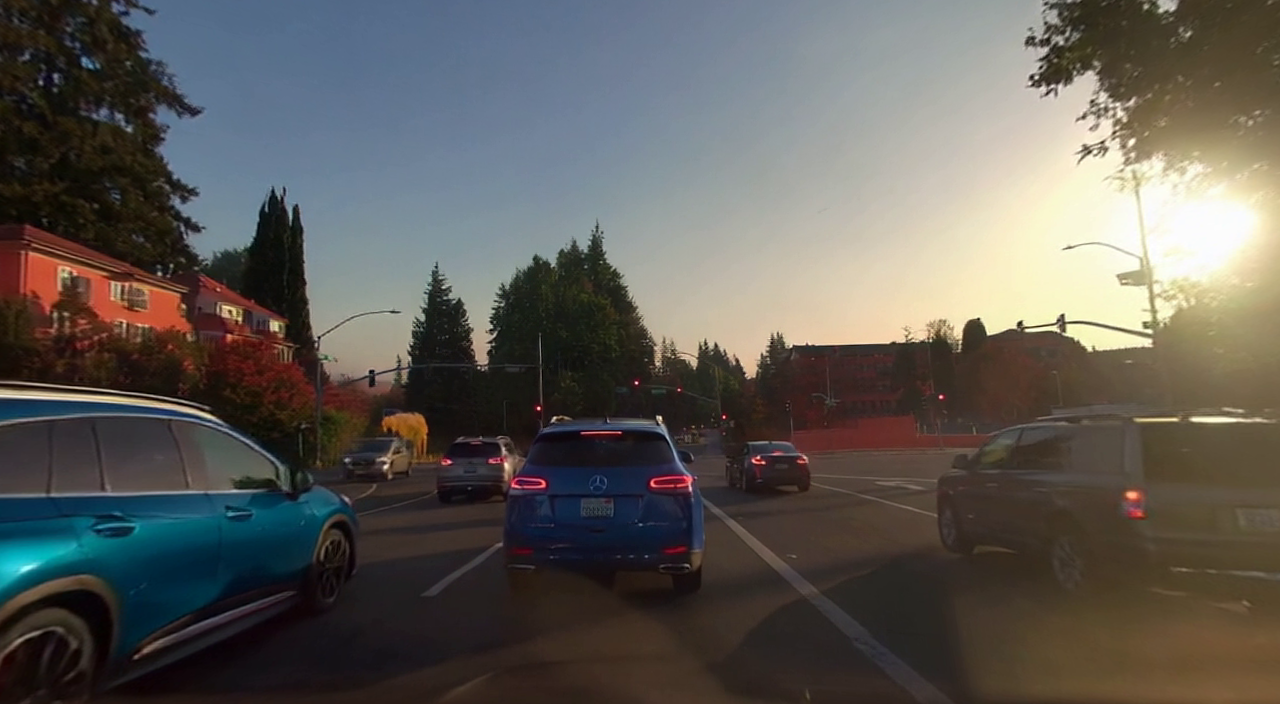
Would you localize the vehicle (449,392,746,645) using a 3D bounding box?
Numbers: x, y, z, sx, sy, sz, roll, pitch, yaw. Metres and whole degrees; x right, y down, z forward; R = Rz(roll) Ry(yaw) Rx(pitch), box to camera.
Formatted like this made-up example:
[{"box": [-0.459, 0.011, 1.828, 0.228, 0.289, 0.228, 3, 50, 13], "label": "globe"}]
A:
[{"box": [-0.216, 1.434, 6.419, 2.022, 1.700, 4.084, 0, -8, 2], "label": "vehicle"}]

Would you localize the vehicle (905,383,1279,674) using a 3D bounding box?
[{"box": [4.380, 1.386, 6.084, 2.014, 1.740, 4.515, -1, -8, 5], "label": "vehicle"}]

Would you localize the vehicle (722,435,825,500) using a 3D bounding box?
[{"box": [3.496, 3.101, 17.302, 1.847, 1.554, 3.885, 0, -8, -2], "label": "vehicle"}]

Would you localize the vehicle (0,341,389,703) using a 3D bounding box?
[{"box": [-3.466, 1.031, 3.736, 2.047, 1.741, 4.470, 0, -8, 1], "label": "vehicle"}]
